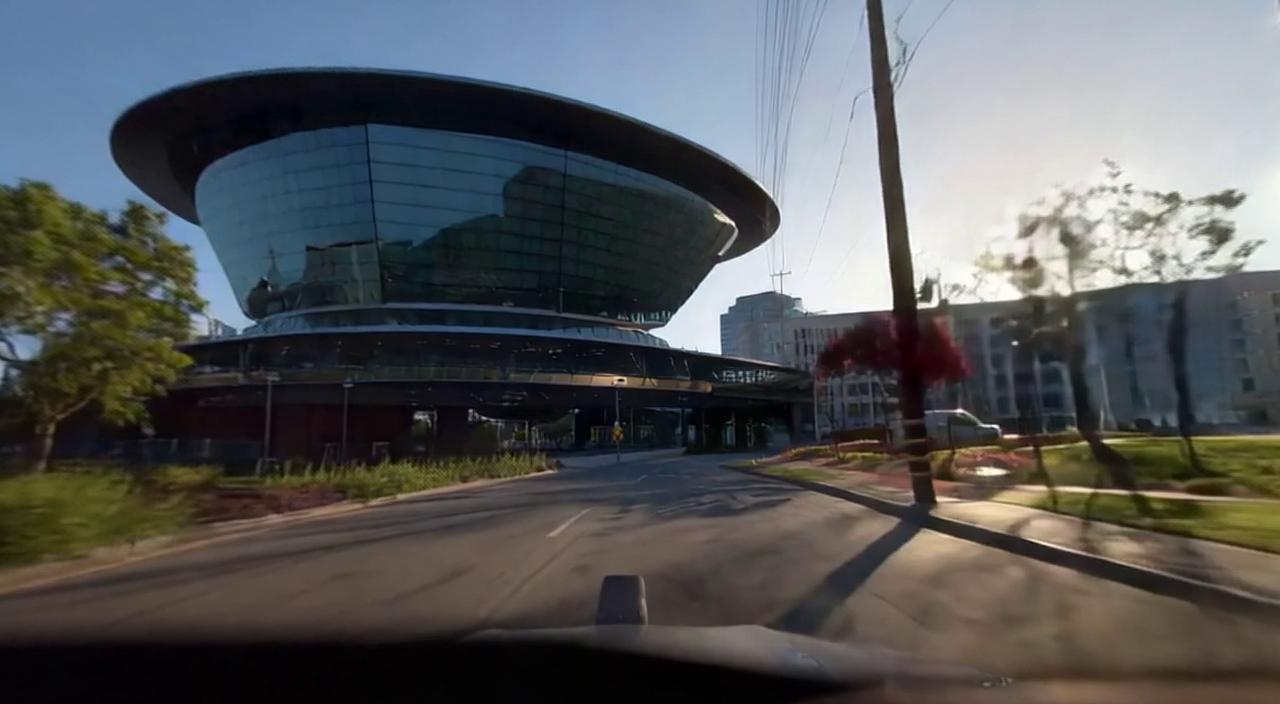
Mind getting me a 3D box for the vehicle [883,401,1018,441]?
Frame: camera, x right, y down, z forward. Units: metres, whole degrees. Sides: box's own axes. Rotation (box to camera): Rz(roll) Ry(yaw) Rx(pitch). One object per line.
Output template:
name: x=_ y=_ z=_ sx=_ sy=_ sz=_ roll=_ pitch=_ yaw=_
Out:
vehicle: x=15.787 y=3.596 z=32.384 sx=5.745 sy=1.902 sz=2.244 roll=-1 pitch=-9 yaw=11
